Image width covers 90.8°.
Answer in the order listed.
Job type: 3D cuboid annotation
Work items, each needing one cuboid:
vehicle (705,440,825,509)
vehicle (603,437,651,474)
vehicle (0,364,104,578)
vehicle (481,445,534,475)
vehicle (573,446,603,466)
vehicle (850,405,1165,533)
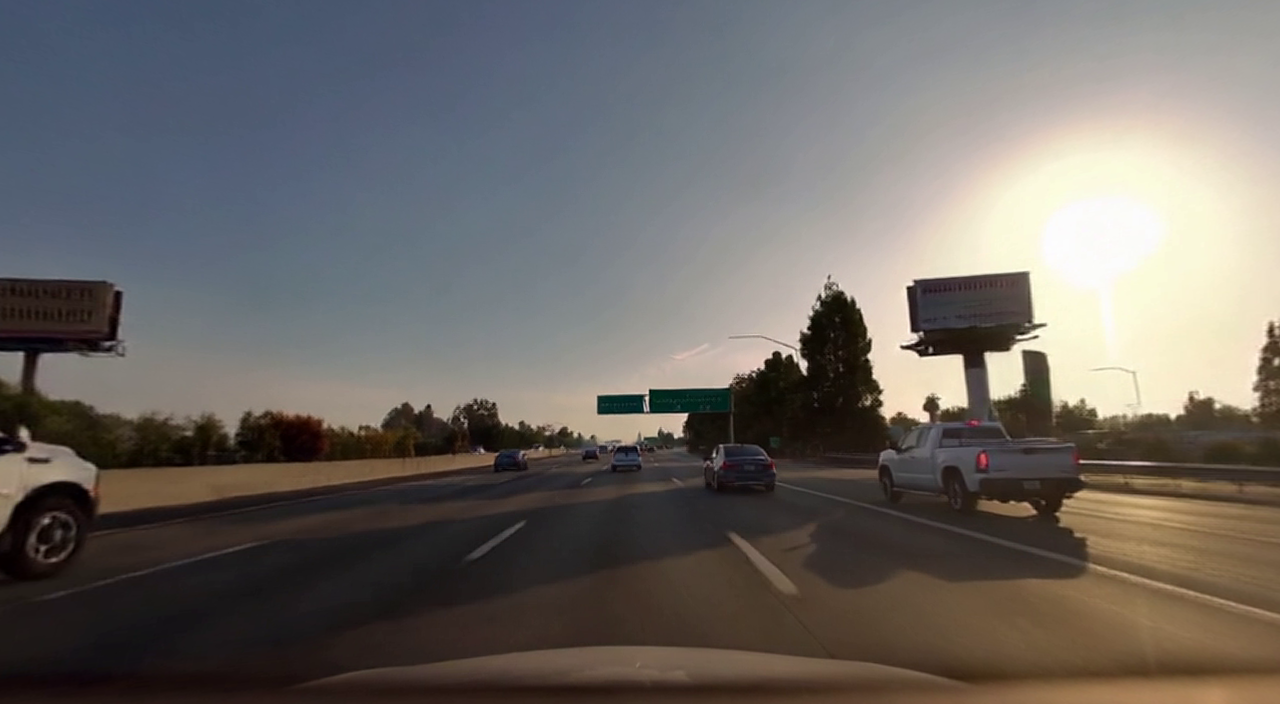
[{"bbox_3d":[2.916,2.954,15.780,2.011,1.462,4.286,0,-8,-1],"label":"vehicle"},{"bbox_3d":[-0.634,5.389,33.168,2.323,1.805,4.729,0,-8,0],"label":"vehicle"},{"bbox_3d":[-7.269,0.828,3.964,2.444,2.012,6.122,0,-8,0],"label":"vehicle"},{"bbox_3d":[-7.095,5.806,34.292,1.920,1.482,4.385,0,-8,0],"label":"vehicle"},{"bbox_3d":[-3.978,7.977,48.555,1.935,1.487,4.076,0,-8,0],"label":"vehicle"},{"bbox_3d":[6.554,2.206,12.569,2.635,1.919,5.907,0,-8,-1],"label":"vehicle"}]
